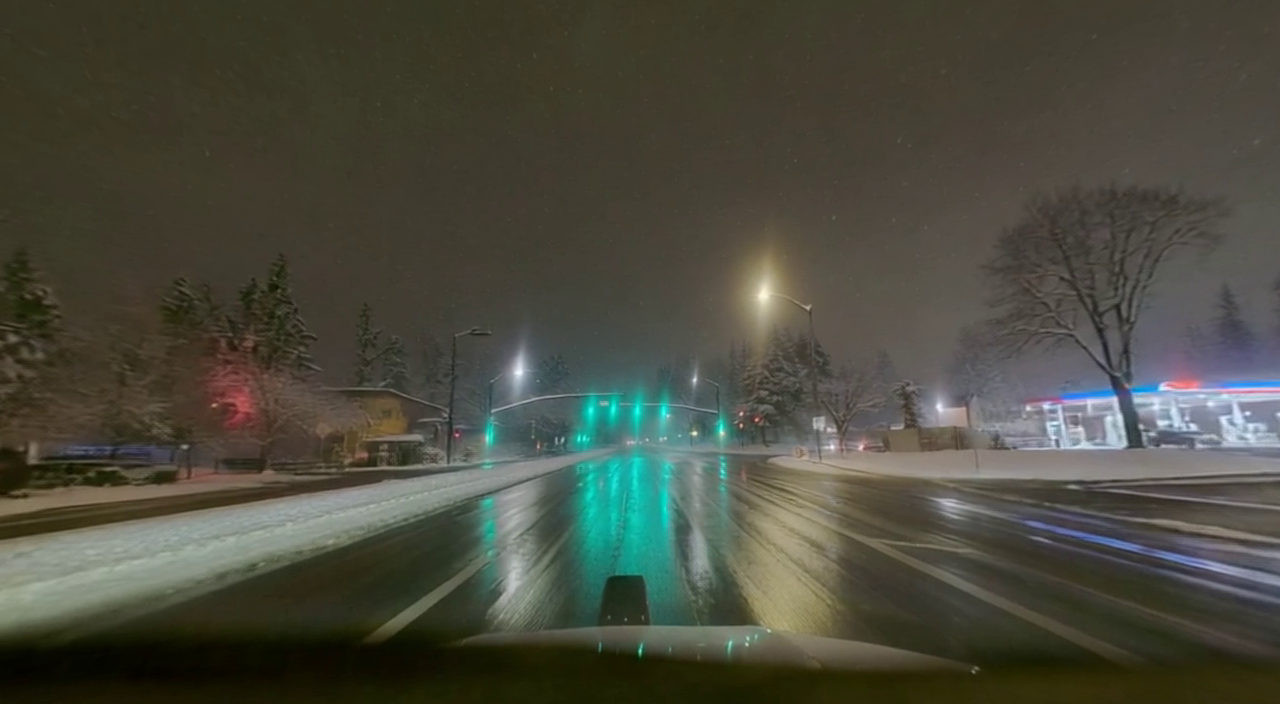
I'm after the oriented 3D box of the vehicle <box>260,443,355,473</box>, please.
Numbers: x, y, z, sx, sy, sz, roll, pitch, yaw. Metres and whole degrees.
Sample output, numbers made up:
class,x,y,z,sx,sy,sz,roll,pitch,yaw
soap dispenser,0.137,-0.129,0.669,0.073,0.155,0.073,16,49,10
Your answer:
class,x,y,z,sx,sy,sz,roll,pitch,yaw
vehicle,-22.635,7.206,43.150,5.215,1.887,2.213,1,-8,-8

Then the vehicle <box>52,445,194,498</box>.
class,x,y,z,sx,sy,sz,roll,pitch,yaw
vehicle,-24.290,5.594,29.751,5.040,2.072,1.949,-2,-5,0
